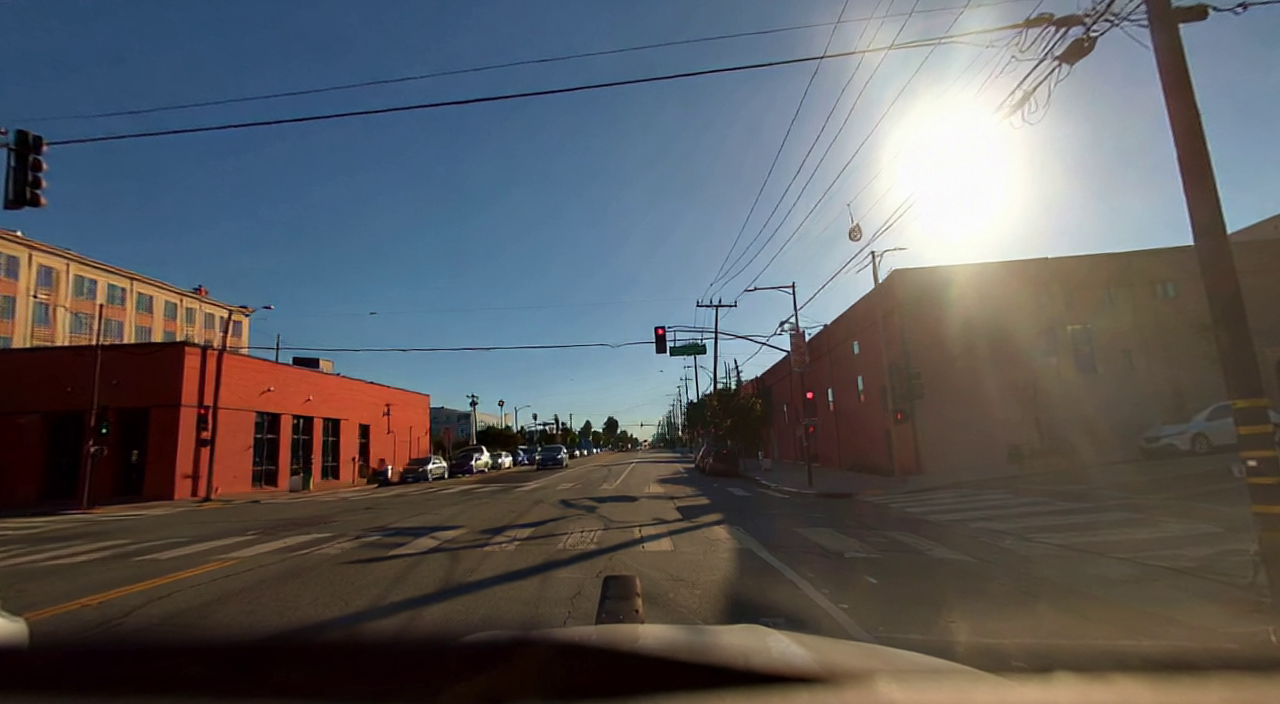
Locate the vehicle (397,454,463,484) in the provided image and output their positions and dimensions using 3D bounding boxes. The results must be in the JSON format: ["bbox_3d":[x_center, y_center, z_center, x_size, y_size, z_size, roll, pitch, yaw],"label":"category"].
[{"bbox_3d":[-12.000,6.693,36.298,1.943,1.574,4.727,0,-9,3],"label":"vehicle"}]

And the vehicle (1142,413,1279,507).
[{"bbox_3d":[12.745,2.173,12.826,3.234,1.746,1.941,-1,-9,1],"label":"vehicle"}]

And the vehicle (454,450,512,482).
[{"bbox_3d":[-8.702,6.313,35.216,2.020,1.672,3.842,0,-9,3],"label":"vehicle"}]
